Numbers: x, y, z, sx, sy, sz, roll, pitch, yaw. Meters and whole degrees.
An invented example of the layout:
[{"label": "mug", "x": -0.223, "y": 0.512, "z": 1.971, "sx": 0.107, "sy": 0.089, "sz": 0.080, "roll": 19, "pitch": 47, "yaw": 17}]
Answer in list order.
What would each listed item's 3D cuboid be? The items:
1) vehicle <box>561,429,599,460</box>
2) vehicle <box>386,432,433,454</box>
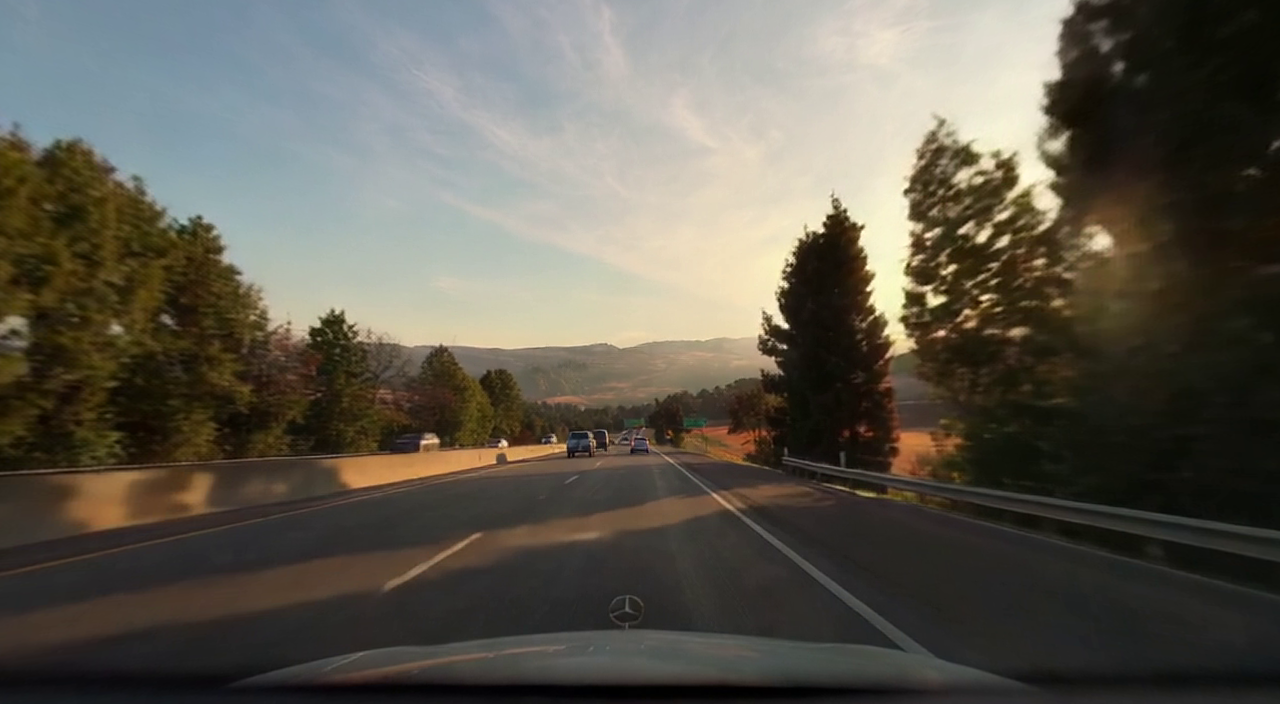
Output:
[{"label": "vehicle", "x": -4.141, "y": 6.503, "z": 44.366, "sx": 2.241, "sy": 2.034, "sz": 4.890, "roll": 0, "pitch": -8, "yaw": 0}, {"label": "vehicle", "x": -16.412, "y": 6.490, "z": 44.922, "sx": 1.826, "sy": 1.523, "sz": 3.971, "roll": 0, "pitch": -8, "yaw": 1}]
